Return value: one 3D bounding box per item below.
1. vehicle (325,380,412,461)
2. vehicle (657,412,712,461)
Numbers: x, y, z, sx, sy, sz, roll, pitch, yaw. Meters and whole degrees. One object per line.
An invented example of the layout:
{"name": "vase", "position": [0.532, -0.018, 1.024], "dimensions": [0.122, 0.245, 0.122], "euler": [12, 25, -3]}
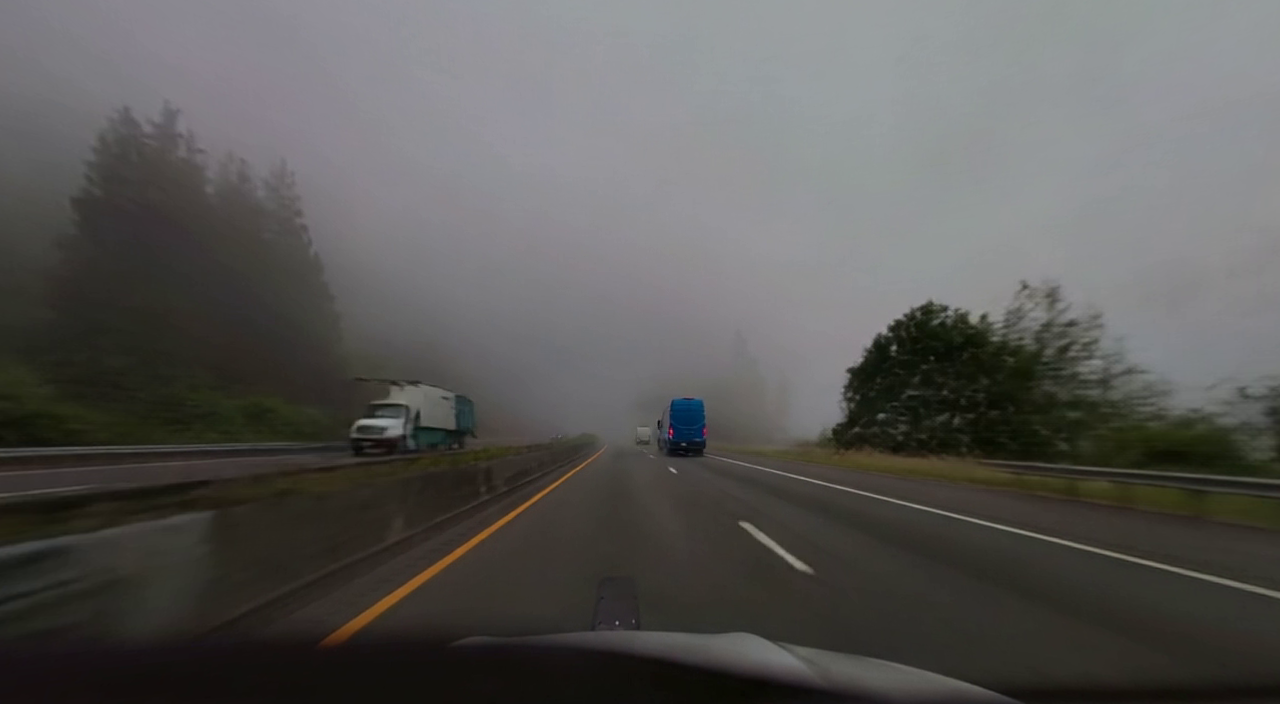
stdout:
{"name": "vehicle", "position": [-13.782, 3.521, 32.229], "dimensions": [2.973, 3.886, 2.899], "euler": [0, -8, 0]}
{"name": "vehicle", "position": [2.480, 4.961, 37.043], "dimensions": [2.570, 2.596, 6.082], "euler": [0, -8, -2]}
